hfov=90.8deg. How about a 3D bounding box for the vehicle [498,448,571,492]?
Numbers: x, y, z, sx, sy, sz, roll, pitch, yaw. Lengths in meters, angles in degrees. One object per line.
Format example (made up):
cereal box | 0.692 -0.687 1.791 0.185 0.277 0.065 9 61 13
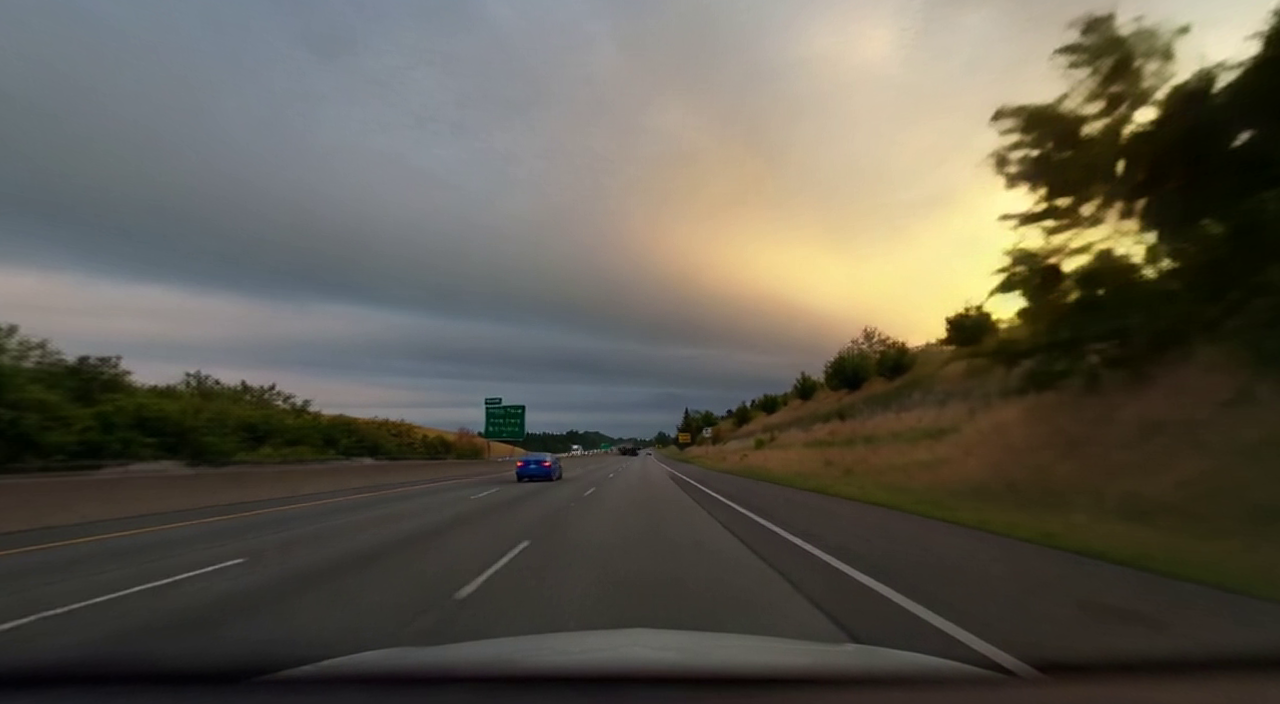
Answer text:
vehicle | -4.037 4.573 24.799 2.121 1.537 3.852 -1 -9 1
